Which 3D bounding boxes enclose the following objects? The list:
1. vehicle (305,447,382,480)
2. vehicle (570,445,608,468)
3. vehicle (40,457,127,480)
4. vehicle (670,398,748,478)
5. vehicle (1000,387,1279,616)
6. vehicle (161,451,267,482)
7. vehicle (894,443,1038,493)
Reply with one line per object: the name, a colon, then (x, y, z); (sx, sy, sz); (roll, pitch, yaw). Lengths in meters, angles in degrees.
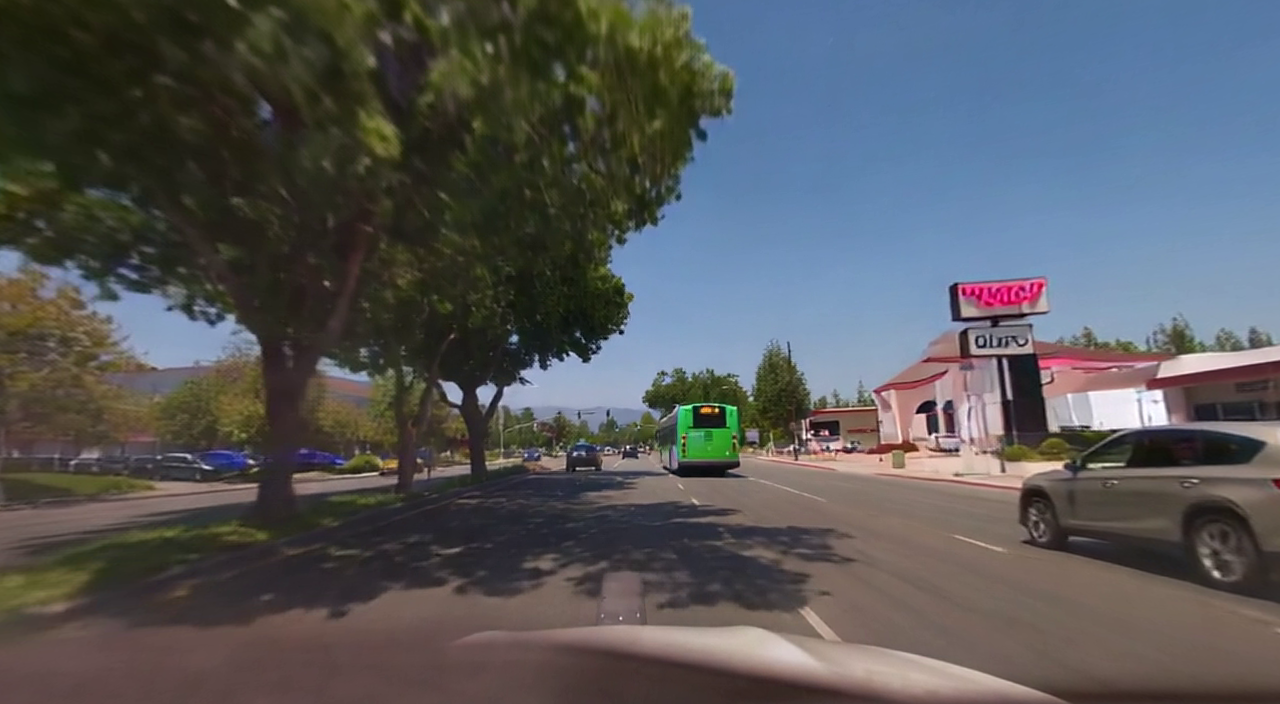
vehicle: (-19.190, 7.239, 41.153); (2.123, 1.905, 5.972); (-2, -9, 1)
vehicle: (-3.294, 6.851, 41.333); (2.211, 1.416, 4.179); (0, -9, -1)
vehicle: (-38.625, 8.103, 43.714); (4.232, 1.507, 1.795); (0, -9, -2)
vehicle: (3.038, 4.226, 30.597); (2.766, 3.306, 9.281); (0, -9, 0)
vehicle: (6.020, 1.356, 6.186); (2.129, 1.754, 4.668); (0, -9, 0)
vehicle: (-24.981, 6.722, 37.053); (4.724, 1.734, 2.076); (0, -9, 1)
vehicle: (10.520, 3.751, 20.875); (2.073, 1.443, 4.860); (0, -9, -2)
